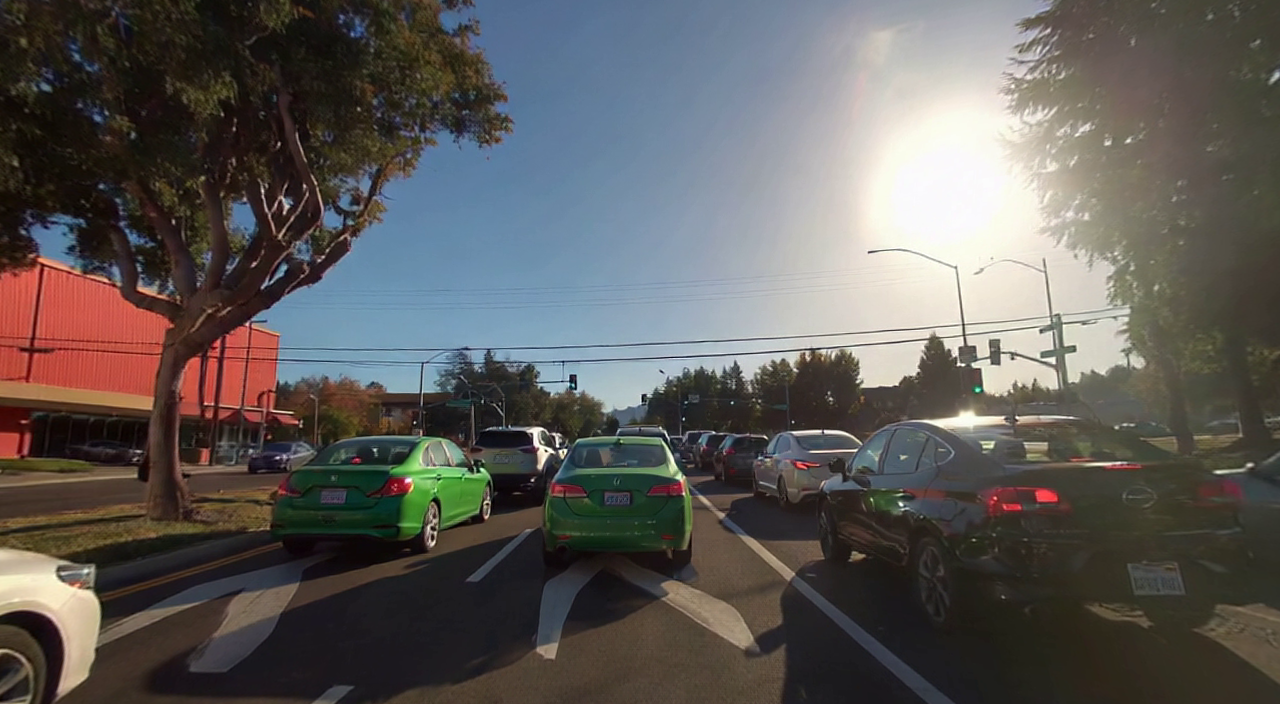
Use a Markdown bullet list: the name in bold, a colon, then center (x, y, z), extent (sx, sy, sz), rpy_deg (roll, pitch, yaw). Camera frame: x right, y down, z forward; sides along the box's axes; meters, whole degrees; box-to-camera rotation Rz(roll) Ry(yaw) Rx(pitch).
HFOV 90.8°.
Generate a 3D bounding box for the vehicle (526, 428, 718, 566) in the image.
- **vehicle**: center (-0.203, 1.835, 8.729), extent (2.041, 1.450, 3.847), rpy_deg (0, -8, 0)

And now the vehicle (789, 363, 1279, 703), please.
- **vehicle**: center (2.999, 1.241, 5.495), extent (2.196, 1.676, 4.865), rpy_deg (0, -8, 0)

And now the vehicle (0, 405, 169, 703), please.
- **vehicle**: center (-3.354, 0.708, 0.854), extent (1.863, 1.448, 4.697), rpy_deg (0, -8, -1)

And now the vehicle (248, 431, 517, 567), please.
- **vehicle**: center (-3.198, 1.892, 8.941), extent (1.917, 1.441, 4.128), rpy_deg (-1, -8, 2)
